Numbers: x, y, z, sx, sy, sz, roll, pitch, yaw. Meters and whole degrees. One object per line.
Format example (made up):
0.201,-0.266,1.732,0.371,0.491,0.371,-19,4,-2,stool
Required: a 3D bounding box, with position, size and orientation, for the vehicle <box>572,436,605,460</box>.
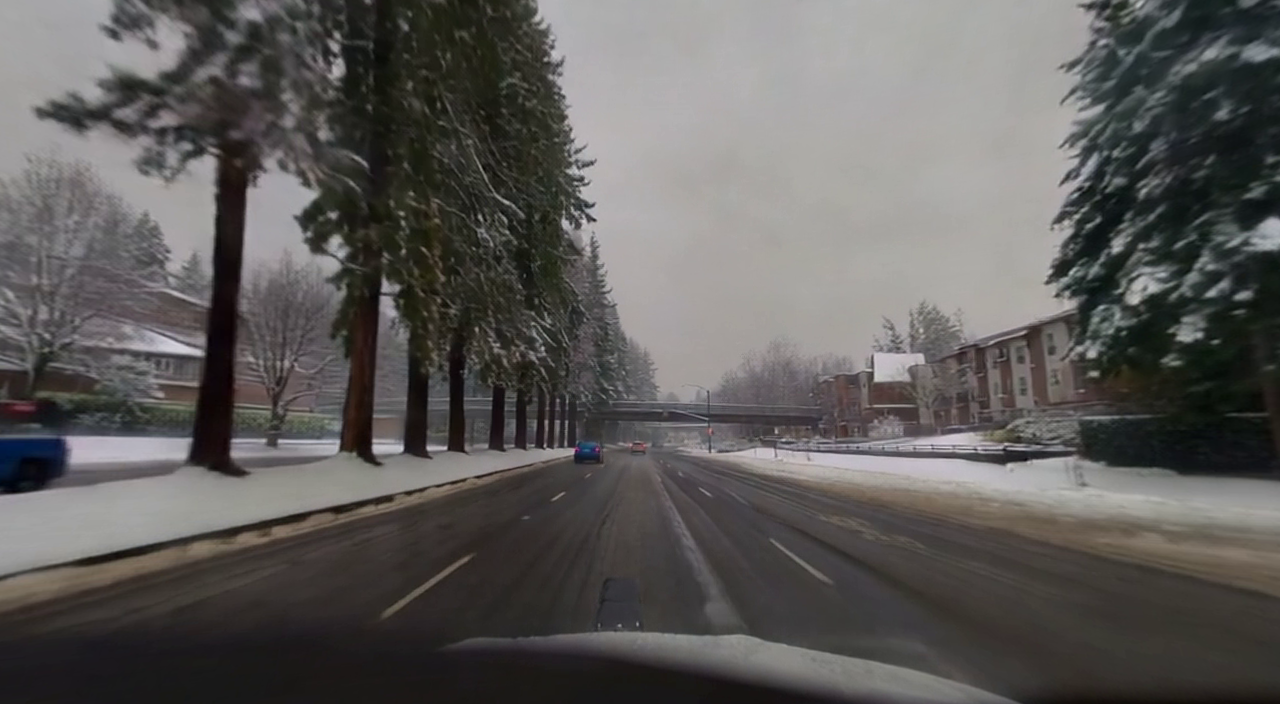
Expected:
-3.777,7.151,46.981,2.042,1.686,4.372,0,-9,1,vehicle
